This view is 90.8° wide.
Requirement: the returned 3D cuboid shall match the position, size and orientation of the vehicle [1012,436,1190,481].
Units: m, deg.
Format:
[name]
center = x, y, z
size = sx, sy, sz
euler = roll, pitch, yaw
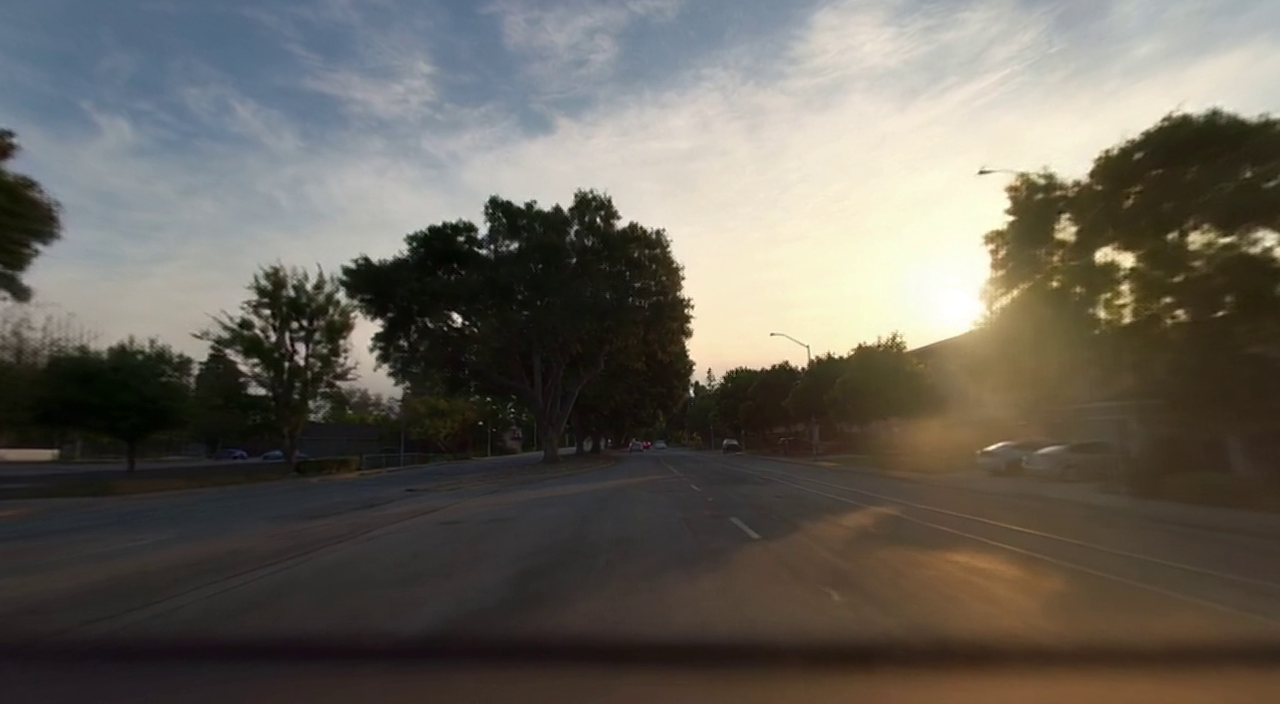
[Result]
[vehicle]
center = 15.818, 3.664, 21.880
size = 4.592, 1.472, 2.009
euler = 0, -9, -1
